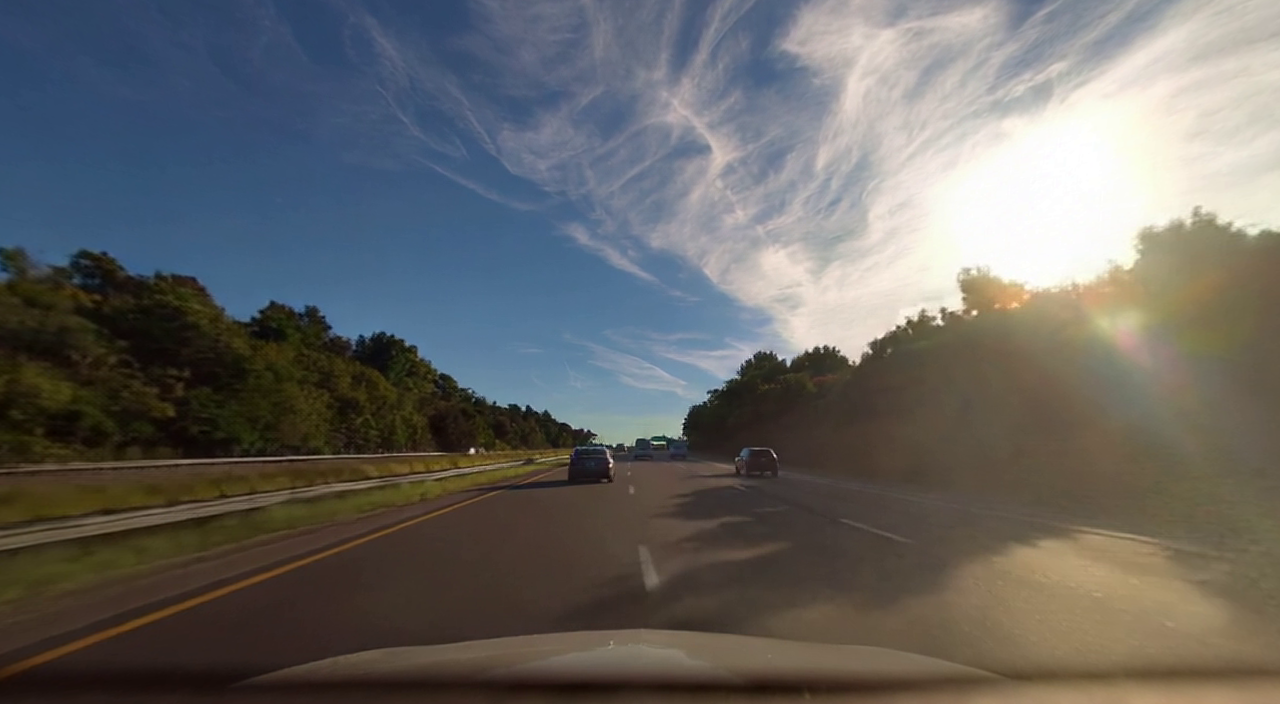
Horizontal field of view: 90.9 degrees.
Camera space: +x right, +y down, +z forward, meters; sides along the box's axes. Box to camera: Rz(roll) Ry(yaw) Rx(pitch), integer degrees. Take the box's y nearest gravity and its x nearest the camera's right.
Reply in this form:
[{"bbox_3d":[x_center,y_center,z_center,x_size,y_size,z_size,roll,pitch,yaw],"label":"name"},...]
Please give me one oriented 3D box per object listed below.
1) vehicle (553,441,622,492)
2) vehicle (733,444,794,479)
[{"bbox_3d":[-1.605,3.721,20.751,2.053,1.483,4.185,0,-9,-2],"label":"vehicle"},{"bbox_3d":[5.552,4.951,28.779,1.926,1.483,3.528,0,-9,-3],"label":"vehicle"}]
